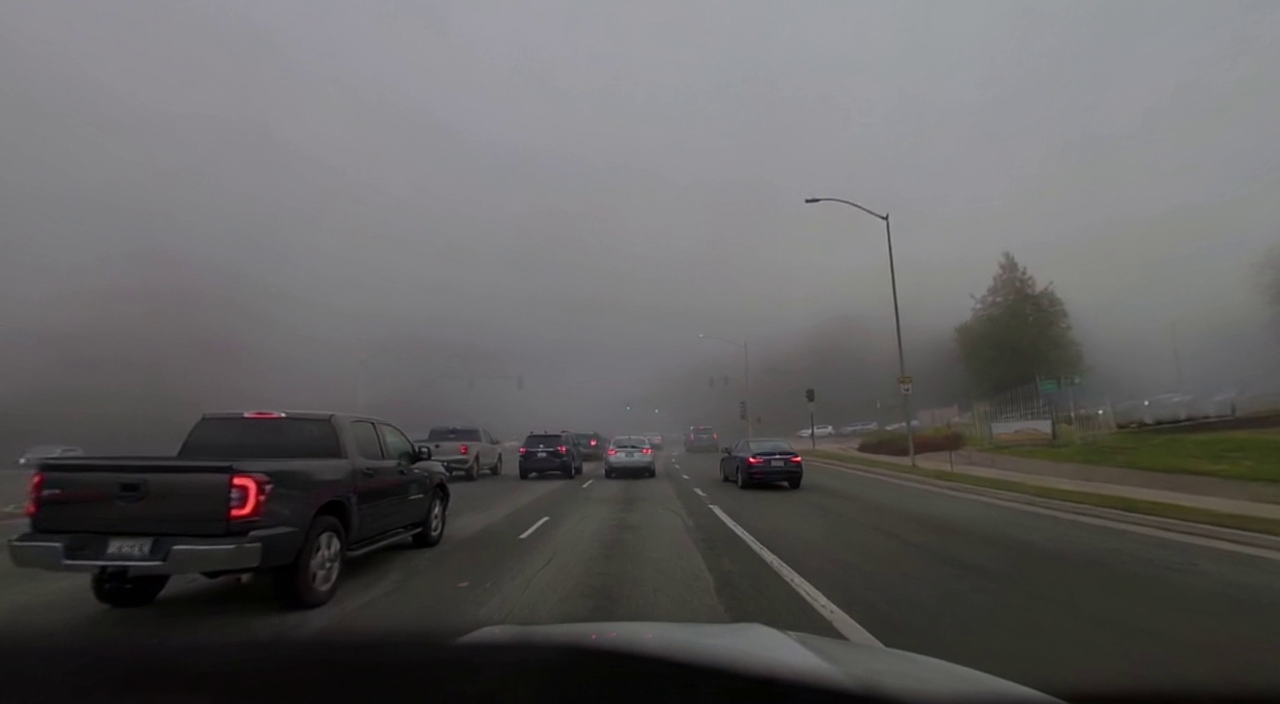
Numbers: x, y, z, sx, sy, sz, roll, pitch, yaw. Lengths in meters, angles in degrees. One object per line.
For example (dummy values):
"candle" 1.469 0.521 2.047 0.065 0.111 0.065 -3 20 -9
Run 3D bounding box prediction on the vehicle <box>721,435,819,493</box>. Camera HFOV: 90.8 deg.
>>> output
"vehicle" 3.635 3.197 18.443 1.884 1.463 4.195 0 -8 -1

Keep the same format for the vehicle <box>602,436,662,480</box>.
"vehicle" -0.247 3.910 23.555 2.030 1.477 4.330 0 -8 0

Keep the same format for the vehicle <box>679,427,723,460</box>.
"vehicle" 3.627 5.549 38.389 2.099 1.845 4.363 0 -8 -1

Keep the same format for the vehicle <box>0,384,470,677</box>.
"vehicle" -3.531 1.455 6.502 2.111 1.745 5.274 0 -8 0

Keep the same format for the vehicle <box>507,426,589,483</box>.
"vehicle" -3.174 3.682 22.854 2.218 1.829 4.492 0 -8 1
